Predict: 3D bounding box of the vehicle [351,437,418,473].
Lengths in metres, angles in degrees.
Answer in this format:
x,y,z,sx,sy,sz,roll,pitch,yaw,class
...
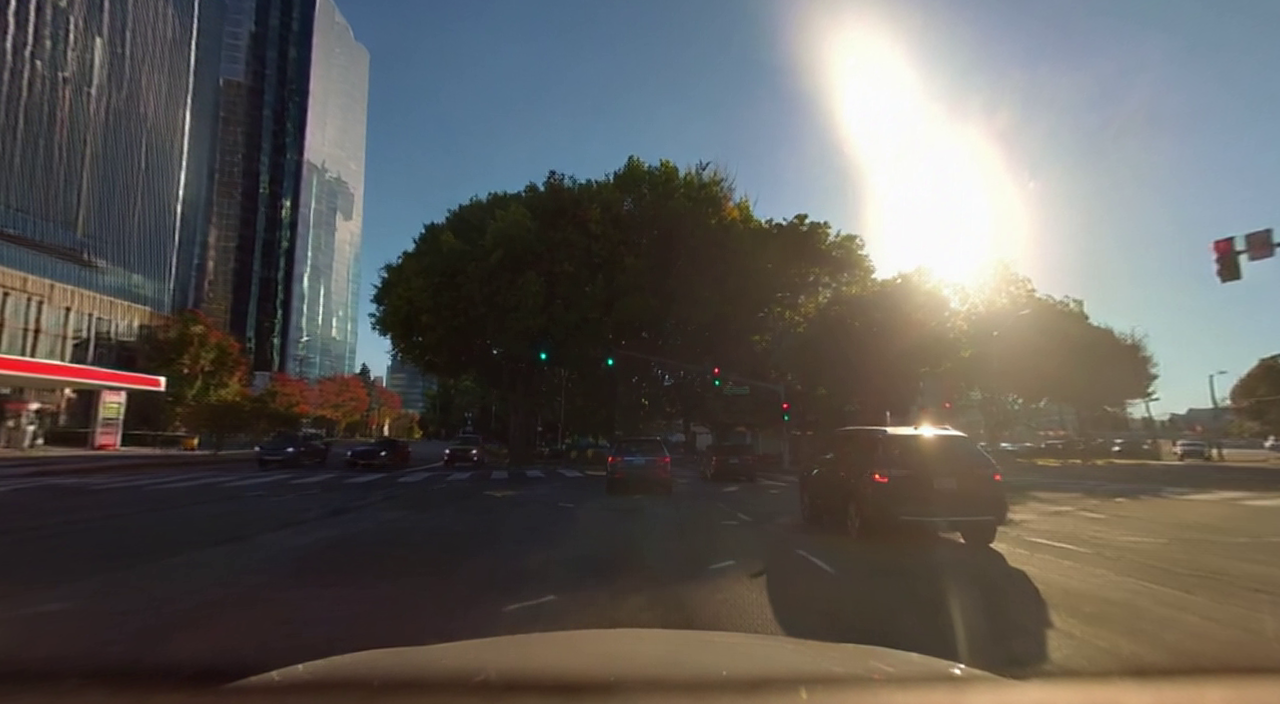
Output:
x,y,z,sx,sy,sz,roll,pitch,yaw,class
-12.877,5.208,32.007,2.023,1.671,4.174,1,-8,-6,vehicle

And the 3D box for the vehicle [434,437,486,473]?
x,y,z,sx,sy,sz,roll,pitch,yaw,class
-9.463,5.417,33.413,1.992,1.755,4.283,1,-8,-7,vehicle

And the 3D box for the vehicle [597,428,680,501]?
x,y,z,sx,sy,sz,roll,pitch,yaw,class
-0.079,3.100,17.803,2.051,1.798,4.168,0,-8,-1,vehicle

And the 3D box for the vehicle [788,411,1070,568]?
x,y,z,sx,sy,sz,roll,pitch,yaw,class
3.770,1.853,9.261,2.000,1.745,4.206,0,-8,-2,vehicle

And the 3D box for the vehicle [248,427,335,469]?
x,y,z,sx,sy,sz,roll,pitch,yaw,class
-20.008,5.537,36.483,2.460,2.257,5.387,1,-8,-7,vehicle

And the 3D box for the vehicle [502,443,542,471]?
x,y,z,sx,sy,sz,roll,pitch,yaw,class
-6.599,5.893,35.597,1.987,1.505,4.337,1,-8,-8,vehicle

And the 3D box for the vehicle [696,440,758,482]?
x,y,z,sx,sy,sz,roll,pitch,yaw,class
3.539,4.475,26.168,1.800,1.592,3.658,1,-8,-4,vehicle
